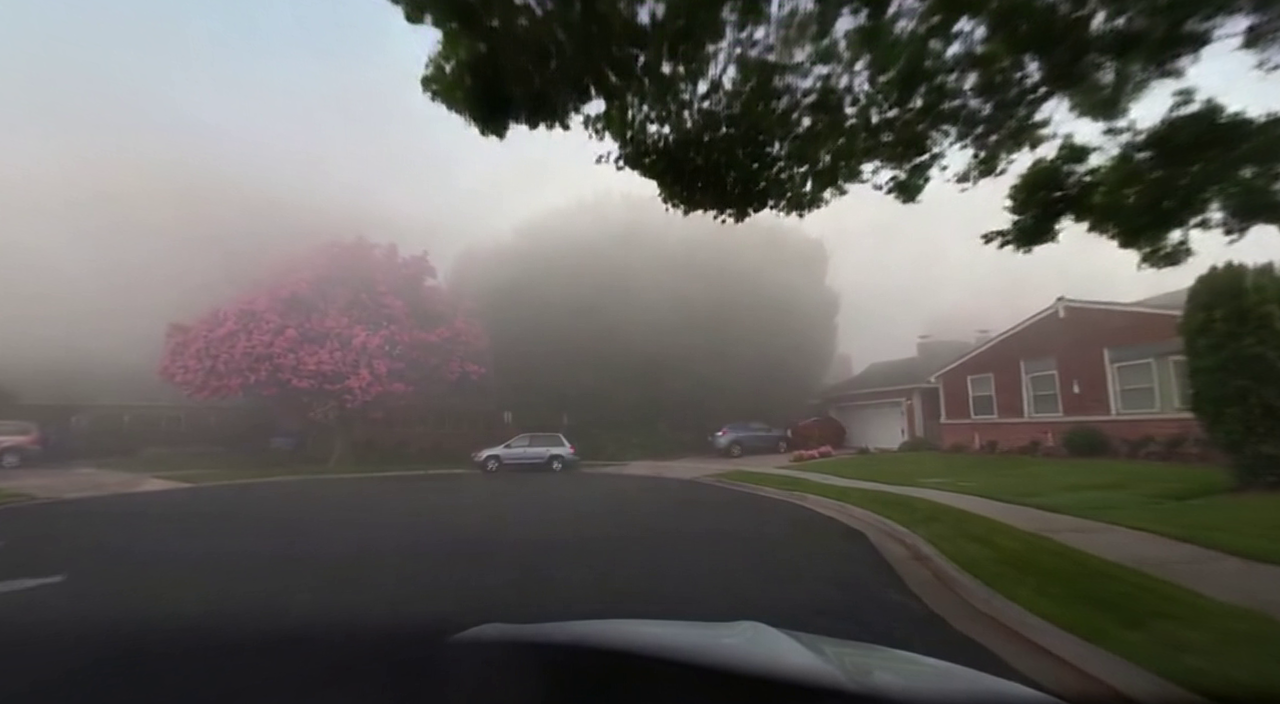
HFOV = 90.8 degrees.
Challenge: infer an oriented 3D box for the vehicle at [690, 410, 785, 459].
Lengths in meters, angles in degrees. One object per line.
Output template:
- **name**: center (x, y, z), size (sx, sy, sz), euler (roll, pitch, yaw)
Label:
- **vehicle**: center (4.614, 3.795, 29.501), size (2.310, 1.701, 4.280), euler (-7, -3, 41)

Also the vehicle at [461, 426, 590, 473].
- **vehicle**: center (-4.675, 4.056, 26.239), size (4.815, 1.827, 2.147), euler (-1, -9, 10)

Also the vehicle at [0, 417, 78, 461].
- **vehicle**: center (-26.780, 3.773, 27.241), size (4.237, 1.728, 2.203), euler (-4, -10, 27)

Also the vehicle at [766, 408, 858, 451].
- **vehicle**: center (7.969, 3.627, 29.049), size (2.152, 1.773, 4.495), euler (-8, -11, 42)
